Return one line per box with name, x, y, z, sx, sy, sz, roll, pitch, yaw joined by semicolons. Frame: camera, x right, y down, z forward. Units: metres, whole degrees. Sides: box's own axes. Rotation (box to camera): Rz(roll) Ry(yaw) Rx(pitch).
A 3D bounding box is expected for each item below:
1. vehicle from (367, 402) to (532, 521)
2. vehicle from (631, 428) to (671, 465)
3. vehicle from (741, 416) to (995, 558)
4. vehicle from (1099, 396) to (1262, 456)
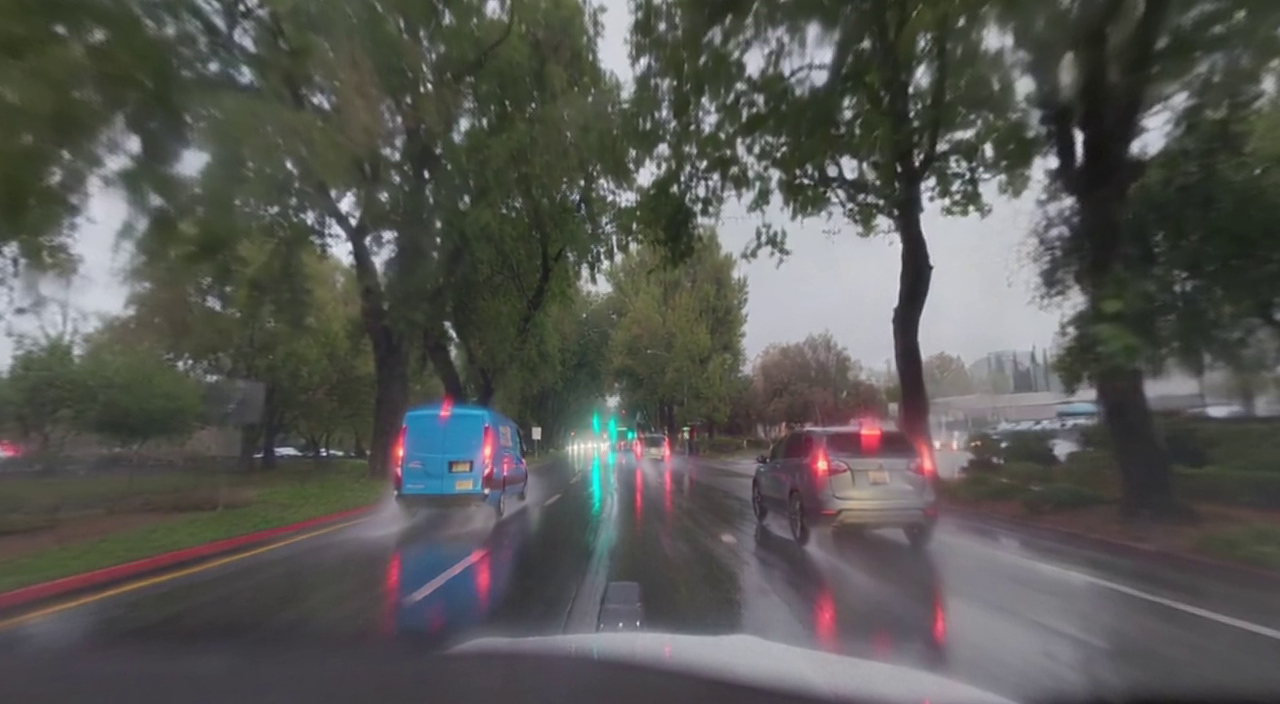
vehicle;-3.987;2.406;14.259;2.420;2.227;4.499;0;-8;-2
vehicle;0.739;6.900;46.195;2.397;2.566;5.324;1;-9;-5
vehicle;3.081;1.938;9.832;2.087;1.658;4.612;0;-8;-2
vehicle;29.768;4.140;34.895;7.267;3.074;2.768;2;-8;-13
